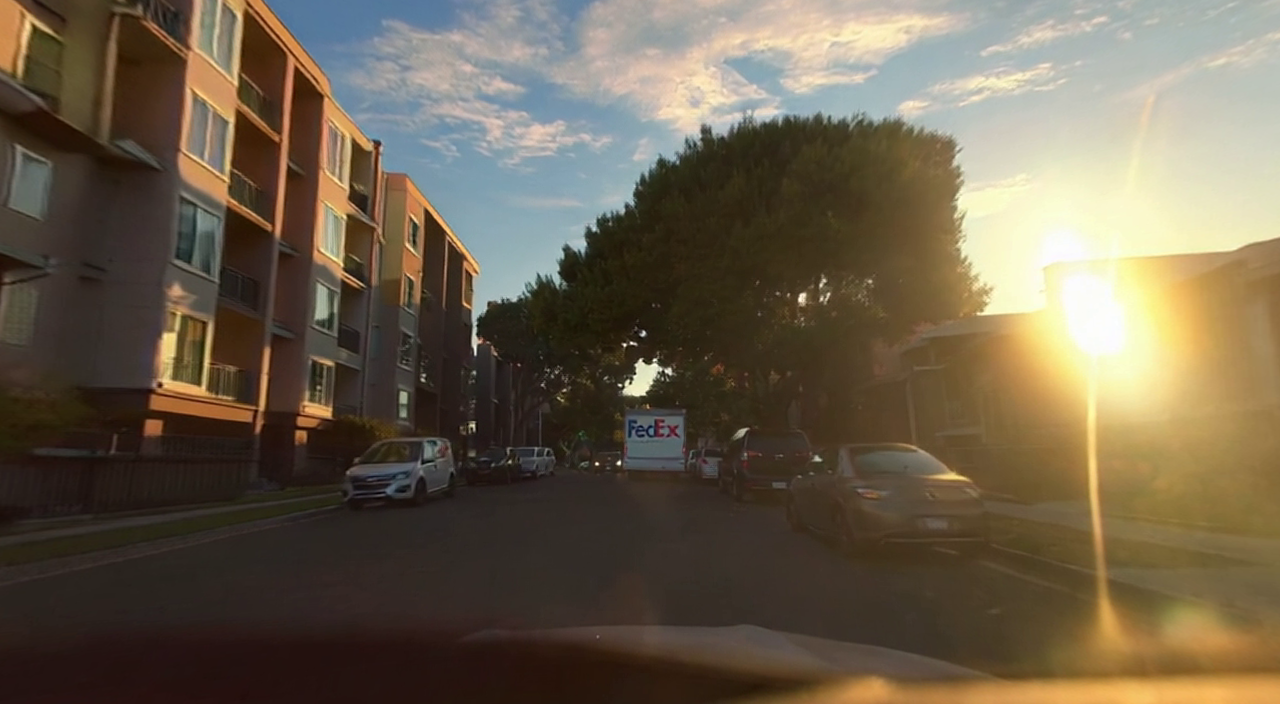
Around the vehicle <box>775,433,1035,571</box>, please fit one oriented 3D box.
[{"bbox_3d":[3.399,1.986,9.217,1.877,1.500,4.407,0,-8,0],"label":"vehicle"}]

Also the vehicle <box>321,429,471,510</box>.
[{"bbox_3d":[-5.974,2.921,16.166,2.089,1.757,4.256,0,-8,0],"label":"vehicle"}]

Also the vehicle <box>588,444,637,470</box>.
[{"bbox_3d":[-1.607,6.378,38.717,1.981,1.500,3.992,-2,-9,13],"label":"vehicle"}]

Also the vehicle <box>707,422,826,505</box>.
[{"bbox_3d":[3.370,3.137,18.237,2.221,1.991,5.564,0,-8,-1],"label":"vehicle"}]

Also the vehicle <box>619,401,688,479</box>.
[{"bbox_3d":[0.453,4.341,30.909,2.930,3.275,8.180,0,-8,-2],"label":"vehicle"}]

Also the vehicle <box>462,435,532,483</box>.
[{"bbox_3d":[-6.069,4.597,27.364,2.020,1.867,4.654,0,-8,-1],"label":"vehicle"}]
